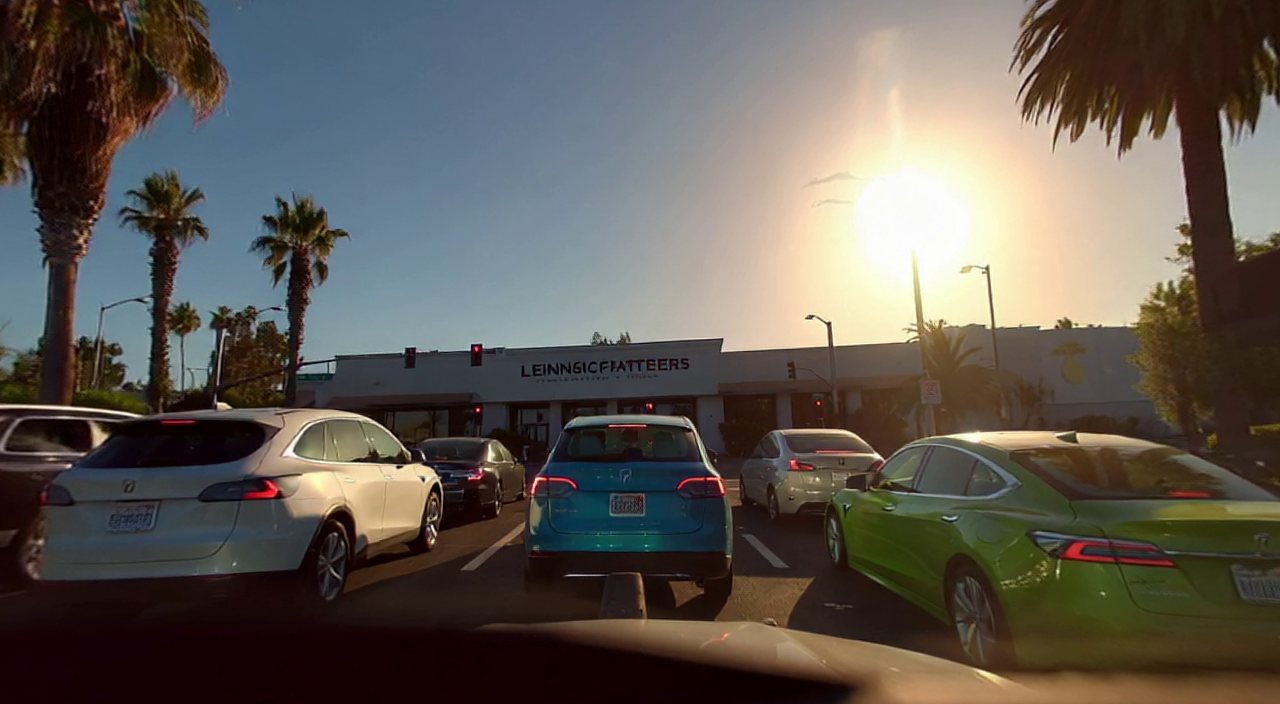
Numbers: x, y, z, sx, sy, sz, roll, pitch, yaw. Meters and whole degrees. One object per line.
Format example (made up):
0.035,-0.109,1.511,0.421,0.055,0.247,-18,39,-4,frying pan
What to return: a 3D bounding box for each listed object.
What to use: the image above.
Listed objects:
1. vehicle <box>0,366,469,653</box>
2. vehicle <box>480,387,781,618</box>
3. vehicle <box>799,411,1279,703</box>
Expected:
-3.340,1.283,6.128,2.014,1.755,4.360,0,-8,1,vehicle
-0.125,1.464,7.064,2.280,1.747,4.361,0,-8,-2,vehicle
2.973,1.365,5.251,2.017,1.491,4.611,0,-8,-1,vehicle
